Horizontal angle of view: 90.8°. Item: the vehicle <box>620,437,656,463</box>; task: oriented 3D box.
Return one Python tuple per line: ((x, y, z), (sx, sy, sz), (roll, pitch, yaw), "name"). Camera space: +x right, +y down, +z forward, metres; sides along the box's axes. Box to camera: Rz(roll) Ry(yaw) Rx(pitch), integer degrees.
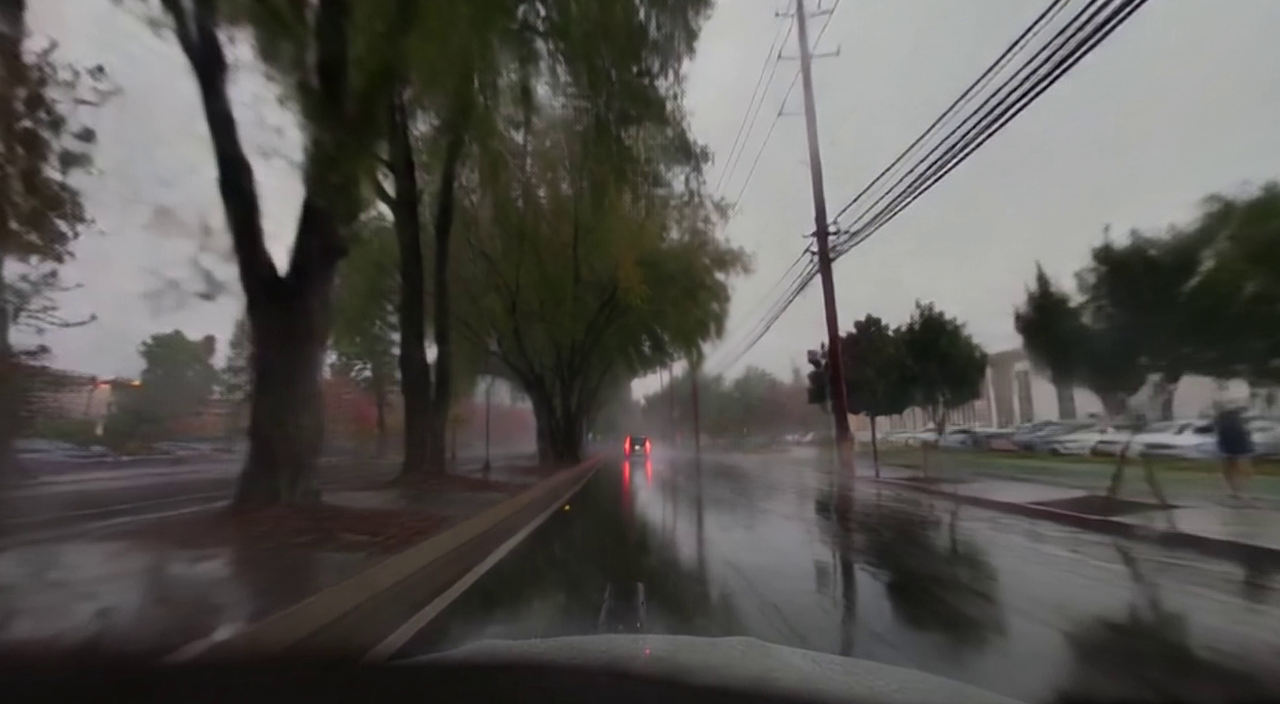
((-0.190, 6.043, 39.325), (2.109, 1.501, 4.042), (0, -8, -2), "vehicle")
